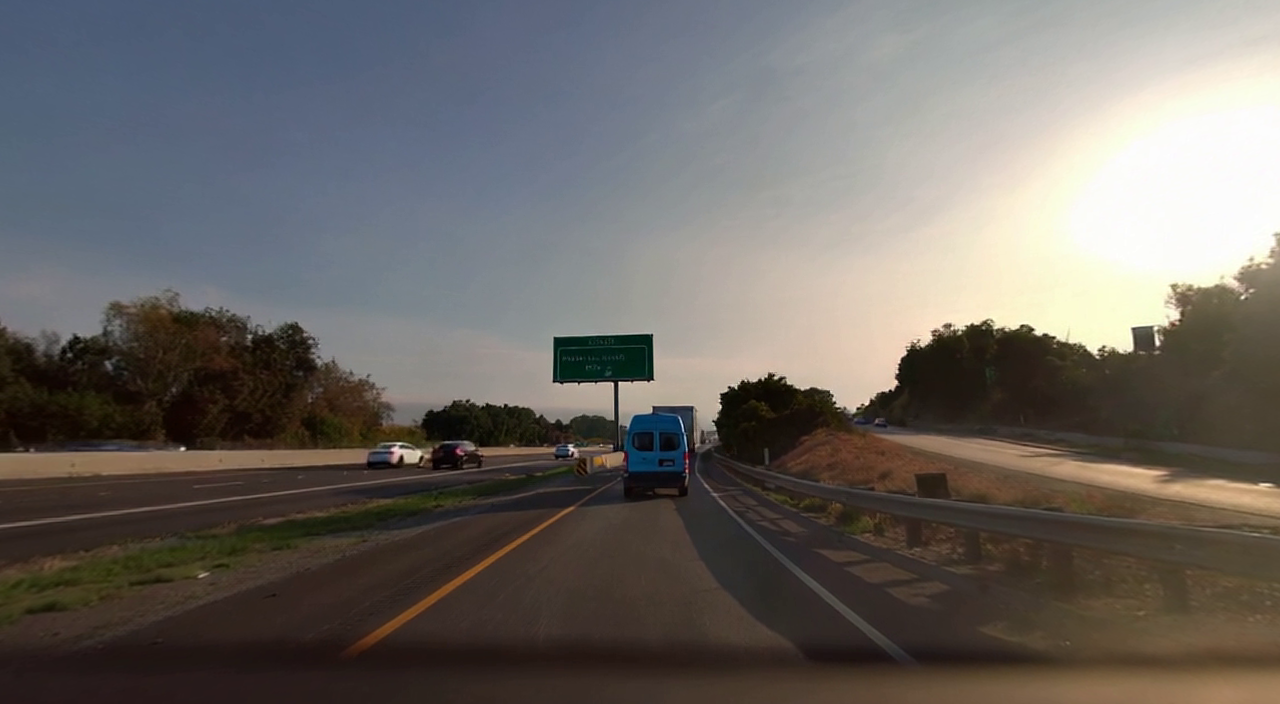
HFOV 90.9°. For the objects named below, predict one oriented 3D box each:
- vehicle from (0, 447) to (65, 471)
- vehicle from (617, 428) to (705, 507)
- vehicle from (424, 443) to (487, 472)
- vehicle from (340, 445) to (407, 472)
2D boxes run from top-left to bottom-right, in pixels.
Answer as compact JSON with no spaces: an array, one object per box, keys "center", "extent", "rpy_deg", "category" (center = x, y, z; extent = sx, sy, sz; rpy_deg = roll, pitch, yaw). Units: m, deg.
[{"center":[-41.252,7.095,41.868],"extent":[1.803,1.464,4.455],"rpy_deg":[-1,-8,3],"category":"vehicle"},{"center":[0.504,3.048,17.107],"extent":[2.043,1.821,4.558],"rpy_deg":[0,-8,0],"category":"vehicle"},{"center":[-11.547,6.584,39.871],"extent":[2.050,1.676,5.319],"rpy_deg":[-1,-8,4],"category":"vehicle"},{"center":[-16.047,6.423,38.243],"extent":[1.933,1.485,4.454],"rpy_deg":[-1,-8,4],"category":"vehicle"}]
